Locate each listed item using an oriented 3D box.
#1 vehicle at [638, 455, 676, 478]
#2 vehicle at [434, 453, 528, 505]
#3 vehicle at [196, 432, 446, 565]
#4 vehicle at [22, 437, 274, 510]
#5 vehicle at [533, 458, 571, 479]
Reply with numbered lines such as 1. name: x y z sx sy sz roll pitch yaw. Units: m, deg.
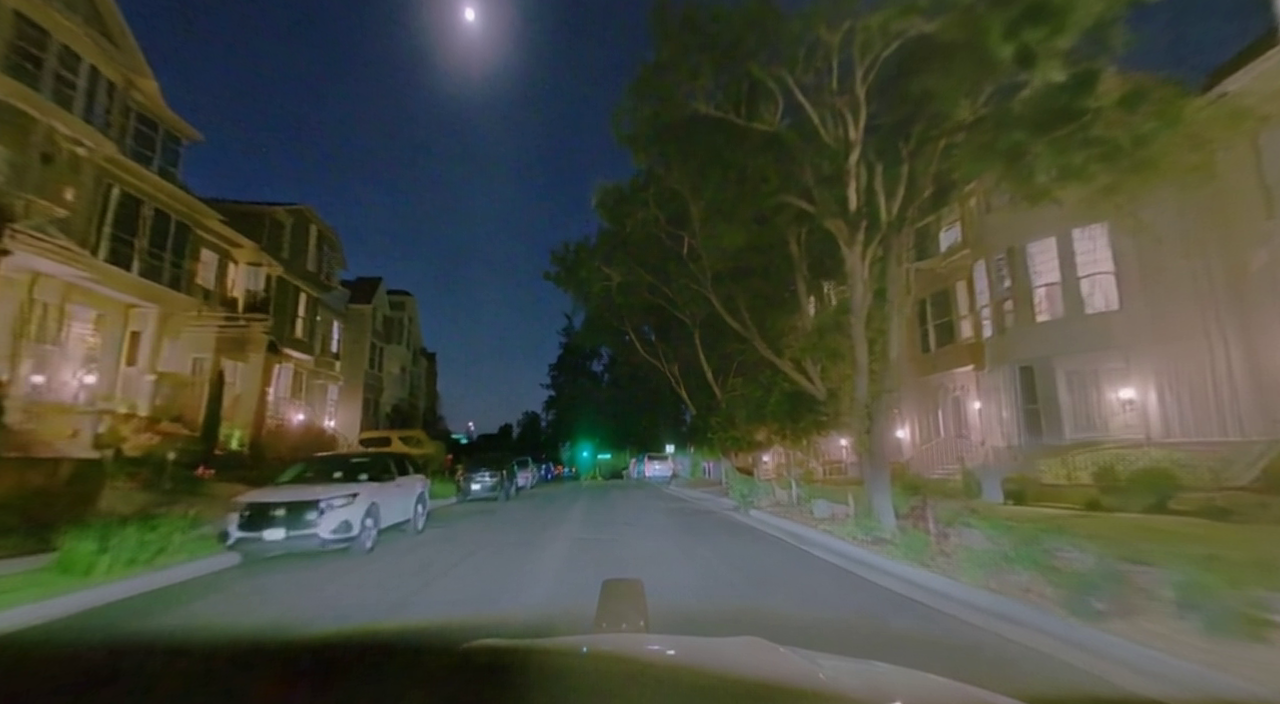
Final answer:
1. vehicle: 1.081 7.707 42.535 2.000 1.456 5.251 1 -10 -5
2. vehicle: -5.183 4.193 21.208 2.086 1.493 4.582 -1 -10 -1
3. vehicle: -4.804 2.309 10.442 1.974 1.664 4.539 0 -11 -4
4. vehicle: -11.929 2.974 15.586 4.414 1.658 1.988 1 -10 -3
5. vehicle: -5.843 7.781 42.365 1.995 1.330 4.080 0 -10 0
